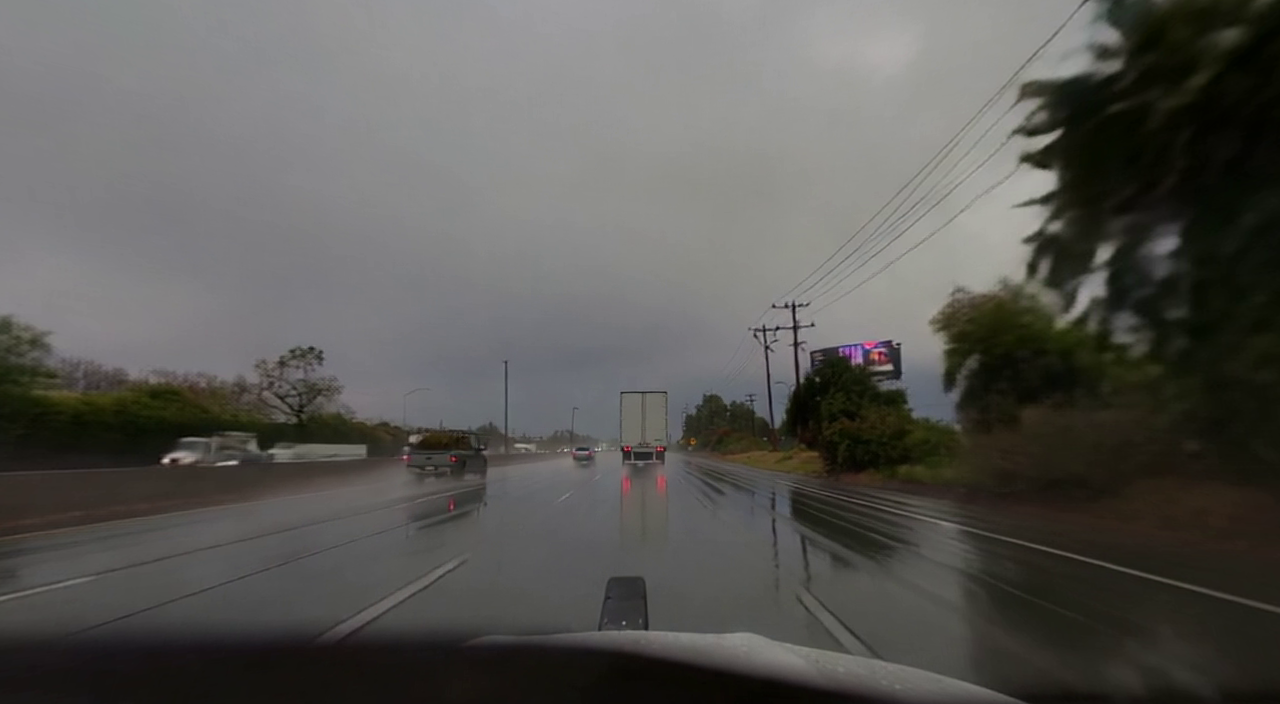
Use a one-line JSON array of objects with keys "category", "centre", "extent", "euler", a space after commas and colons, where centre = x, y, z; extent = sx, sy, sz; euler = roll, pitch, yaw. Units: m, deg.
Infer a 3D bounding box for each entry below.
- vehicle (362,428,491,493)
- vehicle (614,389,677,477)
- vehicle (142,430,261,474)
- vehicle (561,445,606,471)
[{"category": "vehicle", "centre": [-7.109, 3.691, 21.851], "extent": [2.263, 1.936, 5.802], "euler": [-1, -8, 2]}, {"category": "vehicle", "centre": [0.412, 4.586, 35.010], "extent": [2.879, 4.027, 11.243], "euler": [-1, -8, 2]}, {"category": "vehicle", "centre": [-32.583, 7.487, 47.417], "extent": [3.069, 3.009, 8.042], "euler": [-1, -8, 1]}, {"category": "vehicle", "centre": [-3.464, 6.602, 39.502], "extent": [2.138, 1.469, 4.677], "euler": [-1, -8, 3]}]
